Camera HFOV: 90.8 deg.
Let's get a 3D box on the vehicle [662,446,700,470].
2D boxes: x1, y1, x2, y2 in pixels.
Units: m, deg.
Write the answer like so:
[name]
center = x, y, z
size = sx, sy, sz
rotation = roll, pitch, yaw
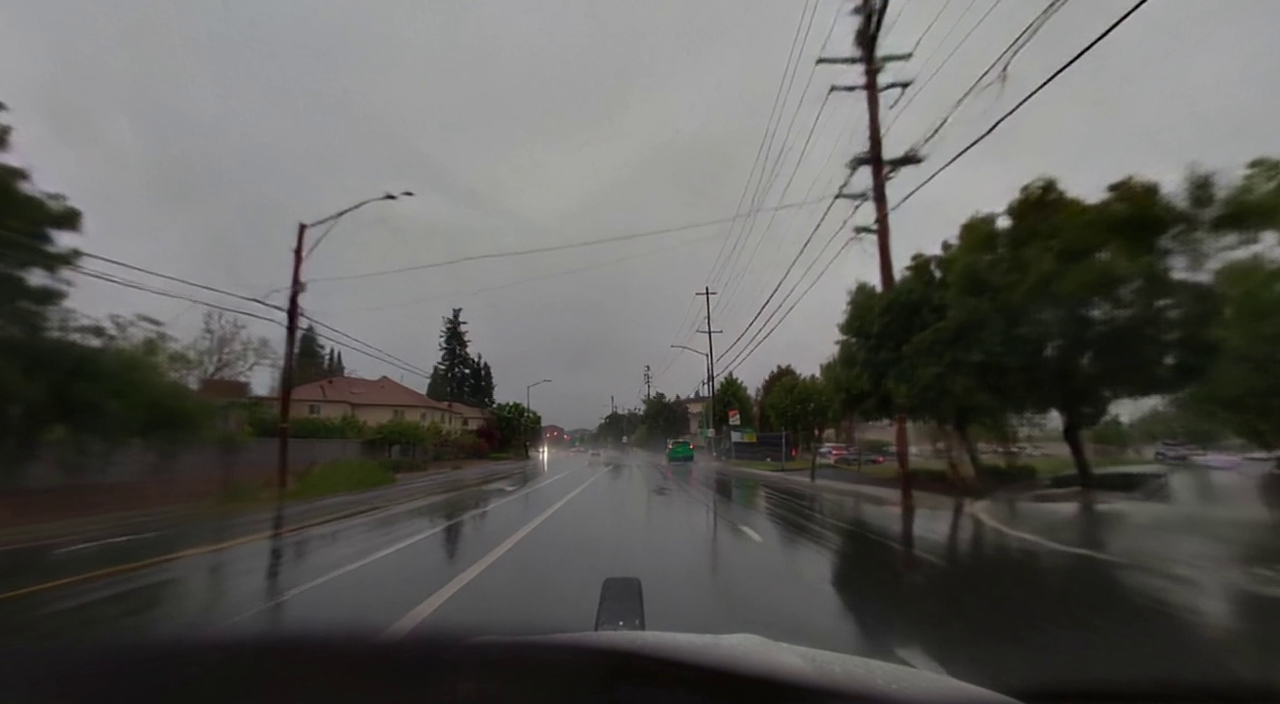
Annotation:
[vehicle]
center = 2.643, 6.994, 41.810
size = 2.015, 1.467, 4.117
rotation = 0, -9, -3
